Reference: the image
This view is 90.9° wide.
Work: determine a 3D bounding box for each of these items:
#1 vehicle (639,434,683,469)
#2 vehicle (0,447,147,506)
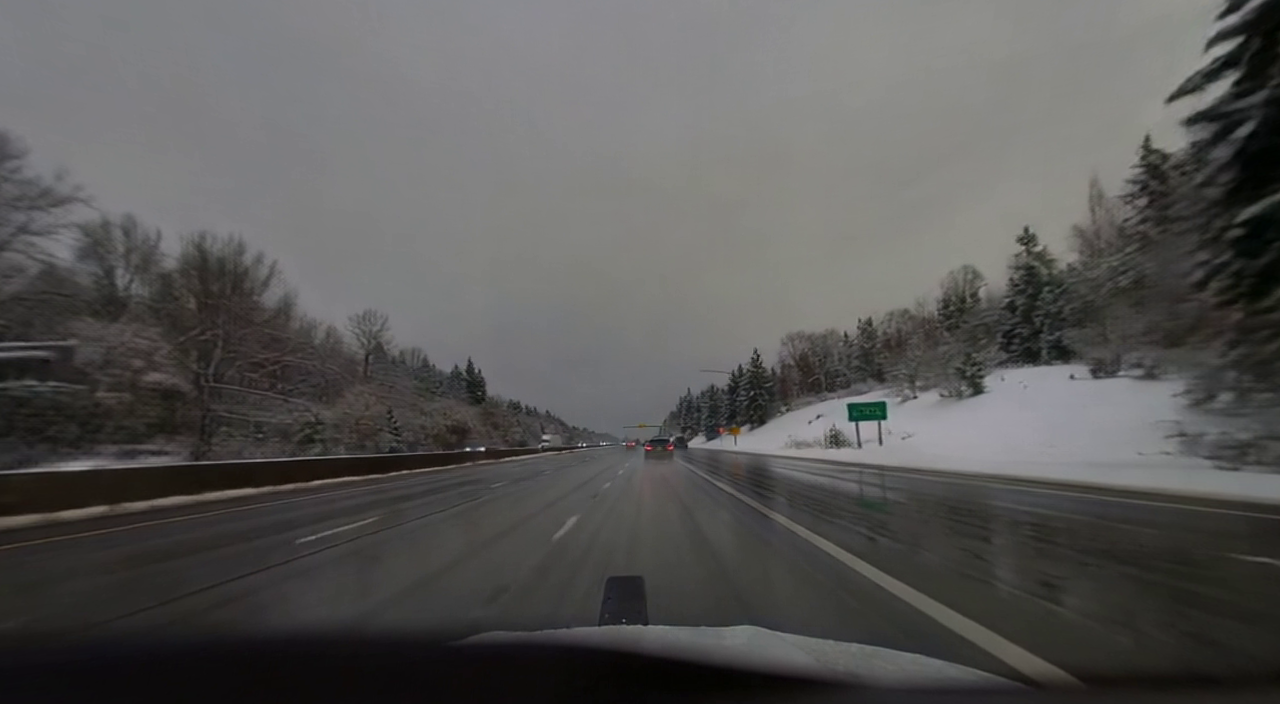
[{"bbox_3d":[1.115,5.488,34.921,2.260,1.766,4.348,0,-8,0],"label":"vehicle"},{"bbox_3d":[-21.246,4.454,23.166,2.175,1.861,4.983,0,-8,0],"label":"vehicle"}]
